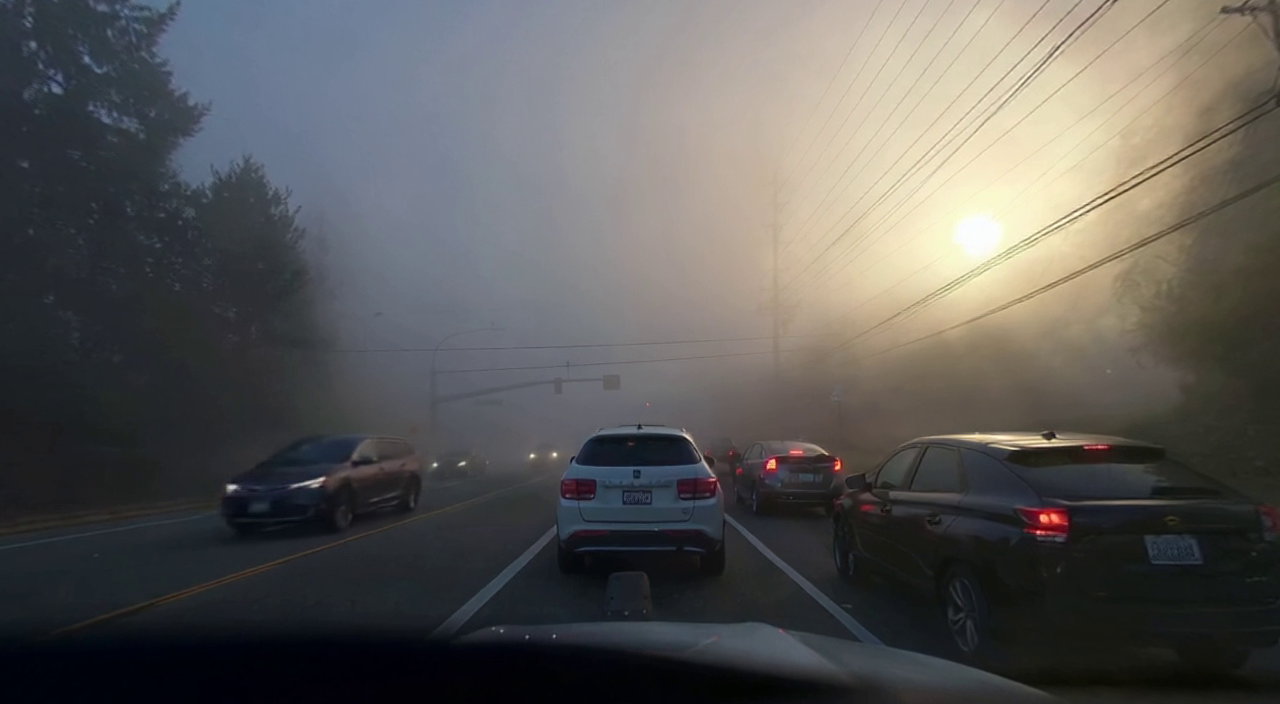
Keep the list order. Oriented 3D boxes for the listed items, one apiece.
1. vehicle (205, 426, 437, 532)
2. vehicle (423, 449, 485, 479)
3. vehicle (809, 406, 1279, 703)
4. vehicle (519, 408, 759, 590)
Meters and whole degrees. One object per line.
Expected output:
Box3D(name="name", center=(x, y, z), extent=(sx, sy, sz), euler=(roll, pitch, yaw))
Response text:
Box3D(name="vehicle", center=(-6.147, 2.495, 13.022), extent=(2.253, 1.751, 4.700), euler=(0, -8, 1))
Box3D(name="vehicle", center=(-9.709, 5.871, 33.286), extent=(1.921, 1.471, 4.137), euler=(0, -8, 1))
Box3D(name="vehicle", center=(2.900, 1.306, 4.985), extent=(1.950, 1.487, 4.275), euler=(0, -8, 0))
Box3D(name="vehicle", center=(0.008, 1.663, 7.924), extent=(2.200, 1.653, 4.127), euler=(0, -8, 1))
